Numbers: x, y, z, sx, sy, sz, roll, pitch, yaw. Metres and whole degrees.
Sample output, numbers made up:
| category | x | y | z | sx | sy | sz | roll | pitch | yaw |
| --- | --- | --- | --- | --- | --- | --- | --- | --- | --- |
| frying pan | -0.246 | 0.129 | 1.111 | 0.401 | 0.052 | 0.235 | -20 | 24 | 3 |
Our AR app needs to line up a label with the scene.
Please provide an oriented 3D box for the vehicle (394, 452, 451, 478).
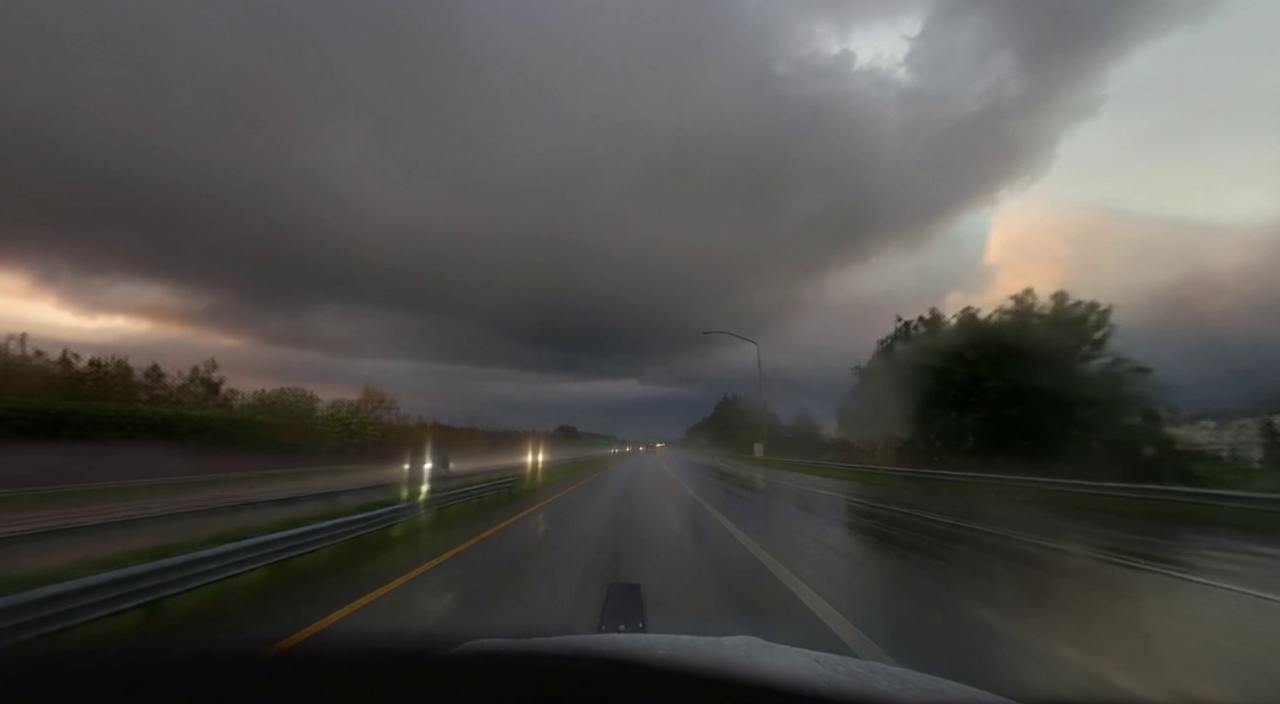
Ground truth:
| category | x | y | z | sx | sy | sz | roll | pitch | yaw |
| --- | --- | --- | --- | --- | --- | --- | --- | --- | --- |
| vehicle | -12.974 | 6.757 | 37.876 | 1.793 | 1.463 | 4.126 | 0 | -9 | 2 |
